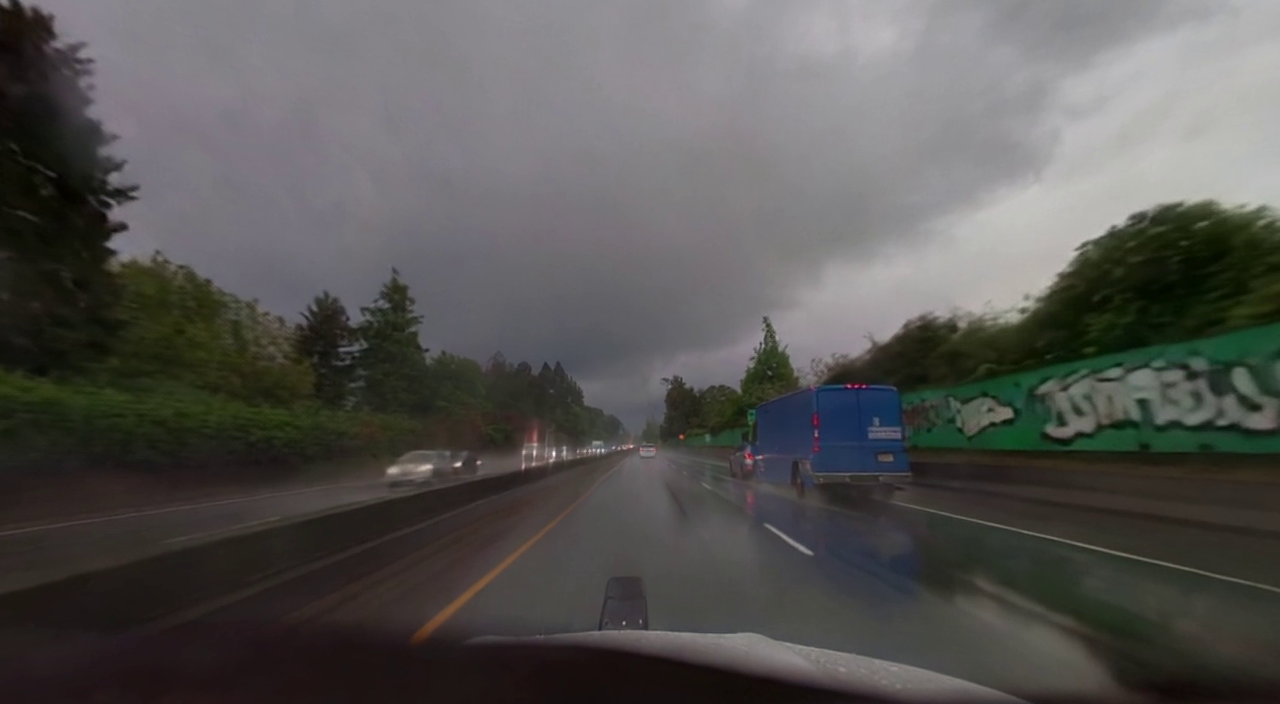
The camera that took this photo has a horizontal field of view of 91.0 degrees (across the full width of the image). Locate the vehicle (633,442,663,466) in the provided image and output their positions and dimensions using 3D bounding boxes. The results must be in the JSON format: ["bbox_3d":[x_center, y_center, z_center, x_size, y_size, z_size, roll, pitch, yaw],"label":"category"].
[{"bbox_3d":[0.576,7.222,44.632,2.030,1.572,4.067,0,-8,0],"label":"vehicle"}]

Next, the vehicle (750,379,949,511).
[{"bbox_3d":[4.856,2.392,16.316,2.712,2.659,6.992,0,-8,0],"label":"vehicle"}]

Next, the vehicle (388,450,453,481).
[{"bbox_3d":[-12.631,6.555,36.566,2.013,1.623,4.727,-1,-8,1],"label":"vehicle"}]

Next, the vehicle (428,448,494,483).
[{"bbox_3d":[-8.534,5.439,30.353,1.900,1.519,3.886,-1,-8,2],"label":"vehicle"}]
